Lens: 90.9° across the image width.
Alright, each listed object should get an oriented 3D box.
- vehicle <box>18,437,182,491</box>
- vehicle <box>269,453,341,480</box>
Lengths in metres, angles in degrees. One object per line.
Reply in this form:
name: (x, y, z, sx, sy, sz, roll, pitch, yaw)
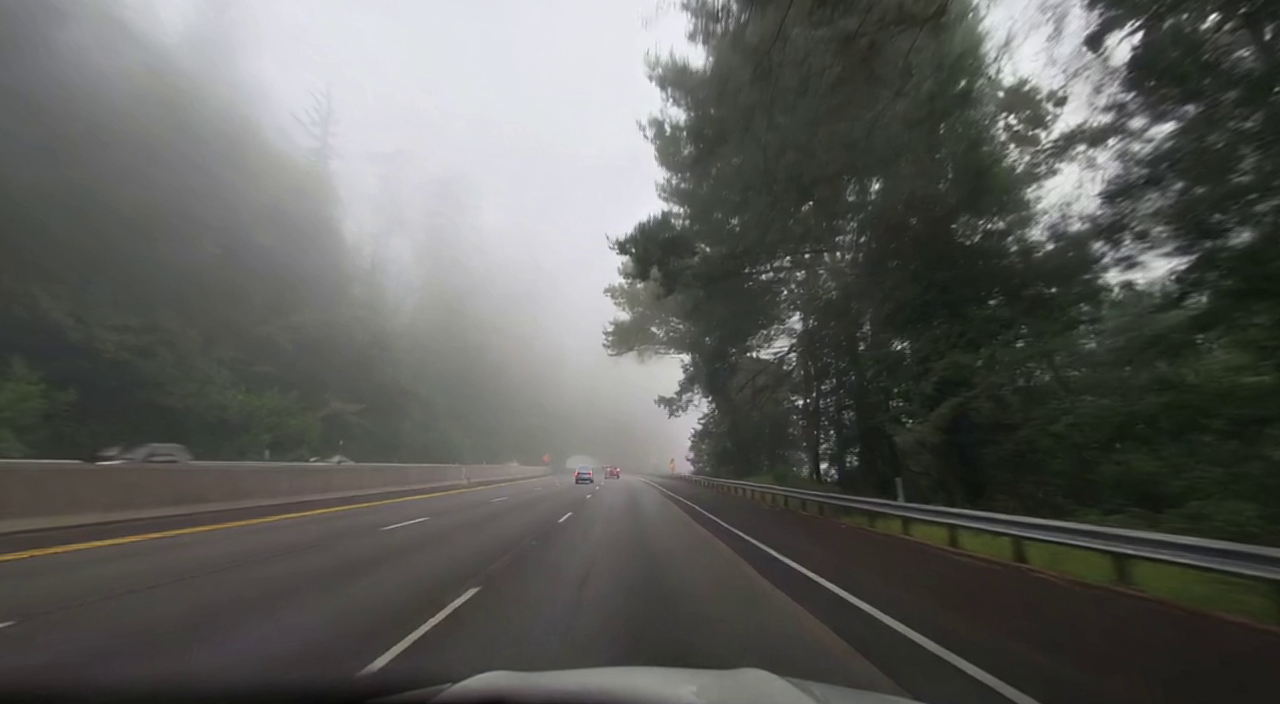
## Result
vehicle: (-16.464, 3.481, 19.489, 1.763, 1.473, 3.681, 1, -11, -1)
vehicle: (-20.060, 6.889, 37.934, 1.866, 1.508, 4.531, 1, -11, -1)
